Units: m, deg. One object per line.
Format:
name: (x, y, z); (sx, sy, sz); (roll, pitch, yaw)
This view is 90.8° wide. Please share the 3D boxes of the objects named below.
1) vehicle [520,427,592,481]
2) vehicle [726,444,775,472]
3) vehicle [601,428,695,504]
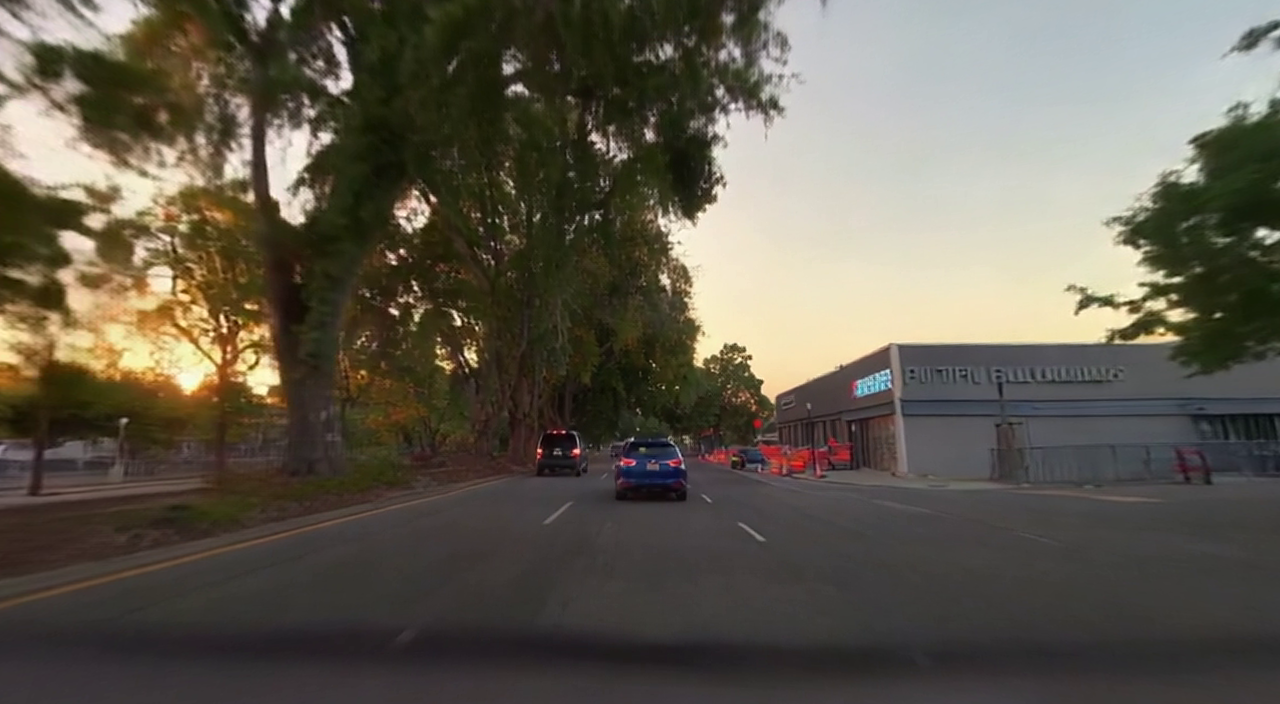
vehicle: (-3.485, 4.390, 27.465); (2.357, 2.063, 5.488); (0, -8, 0)
vehicle: (6.557, 6.333, 37.866); (2.076, 1.535, 4.460); (1, -9, -1)
vehicle: (0.122, 2.951, 16.762); (2.168, 1.725, 4.192); (0, -8, -2)
